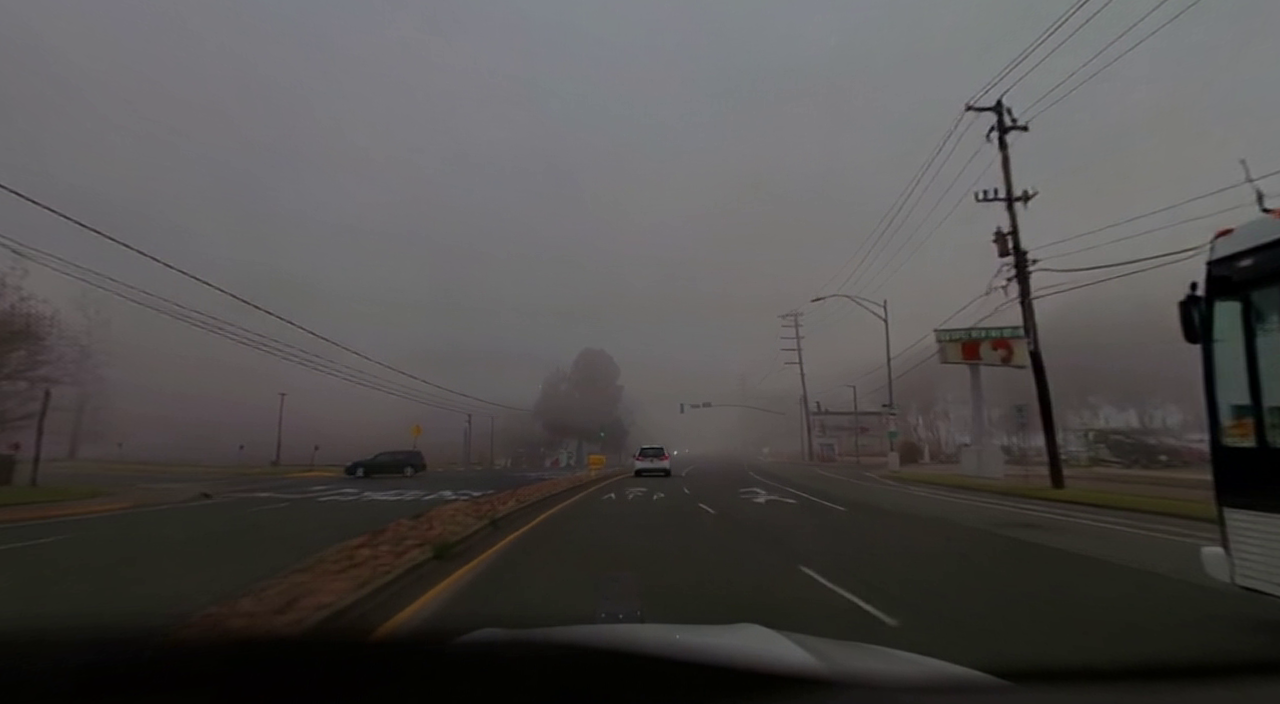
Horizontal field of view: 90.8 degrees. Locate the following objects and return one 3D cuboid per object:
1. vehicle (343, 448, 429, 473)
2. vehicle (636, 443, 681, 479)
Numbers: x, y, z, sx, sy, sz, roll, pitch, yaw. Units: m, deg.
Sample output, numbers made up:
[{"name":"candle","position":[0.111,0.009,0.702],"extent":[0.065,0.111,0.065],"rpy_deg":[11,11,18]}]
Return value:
[{"name":"vehicle","position":[-15.784,6.728,39.400],"extent":[4.430,1.493,2.210],"rpy_deg":[8,-12,-43]},{"name":"vehicle","position":[0.943,5.247,30.705],"extent":[2.032,1.621,4.082],"rpy_deg":[0,-9,3]}]
